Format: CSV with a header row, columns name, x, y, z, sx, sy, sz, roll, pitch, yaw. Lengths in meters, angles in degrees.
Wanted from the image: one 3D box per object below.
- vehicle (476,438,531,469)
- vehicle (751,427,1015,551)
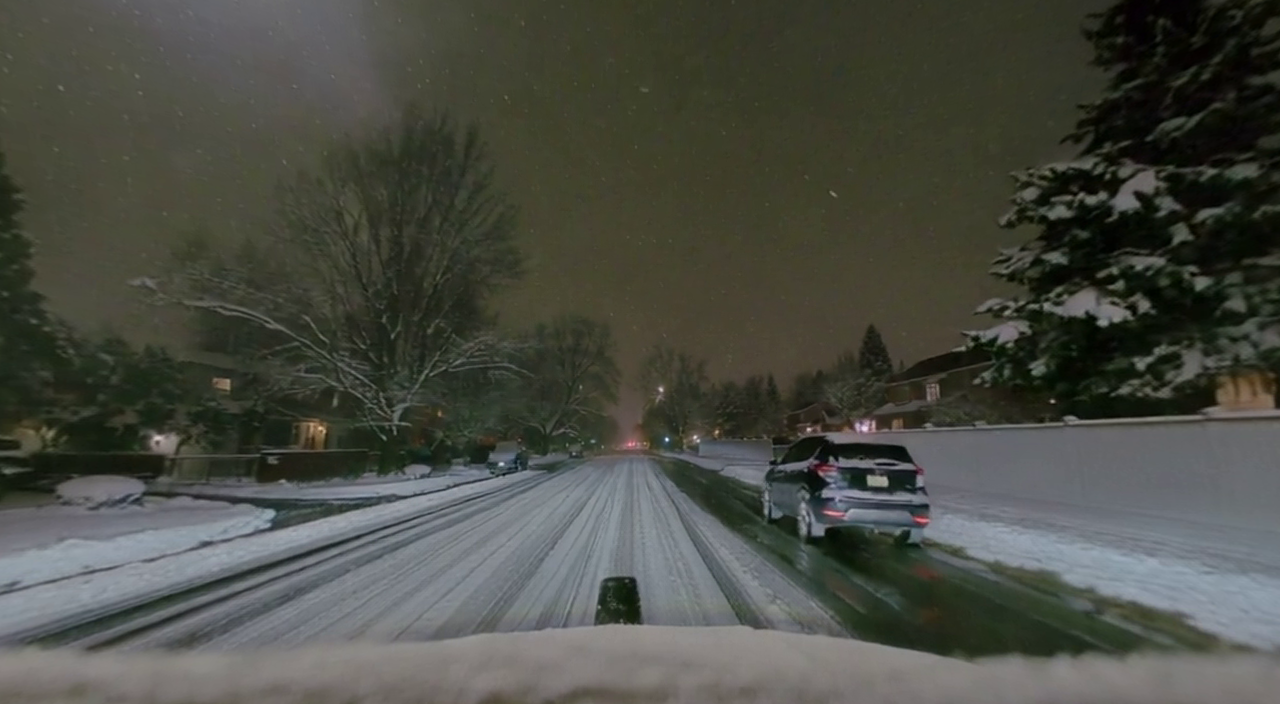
name,x,y,z,sx,sy,sz,roll,pitch,yaw
vehicle,-8.595,6.507,40.288,2.352,1.843,4.979,0,-10,0
vehicle,3.529,2.130,10.631,2.291,1.546,5.204,0,-9,-1
